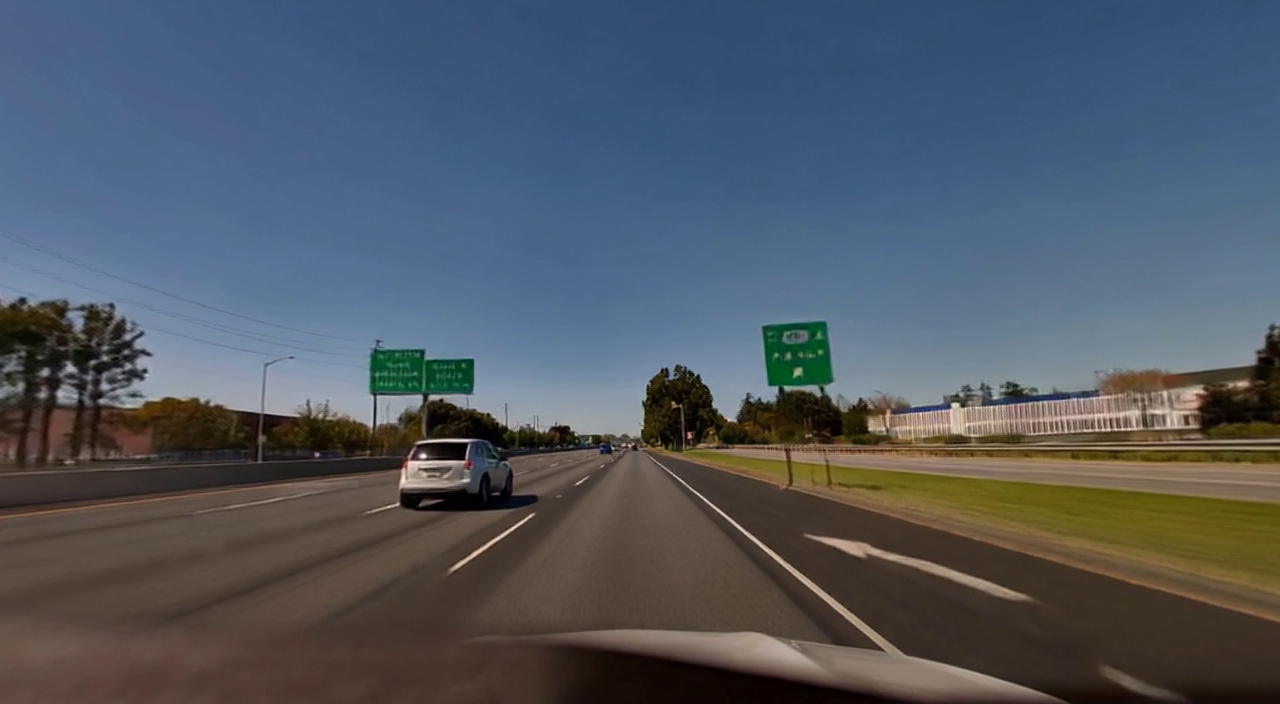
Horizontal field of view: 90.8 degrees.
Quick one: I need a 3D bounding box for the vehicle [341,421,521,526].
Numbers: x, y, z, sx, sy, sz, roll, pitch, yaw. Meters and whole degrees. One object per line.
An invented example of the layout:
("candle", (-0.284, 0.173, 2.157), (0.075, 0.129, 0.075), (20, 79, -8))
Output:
("vehicle", (-4.023, 2.434, 13.209), (2.150, 1.761, 4.697), (0, -8, 0))
